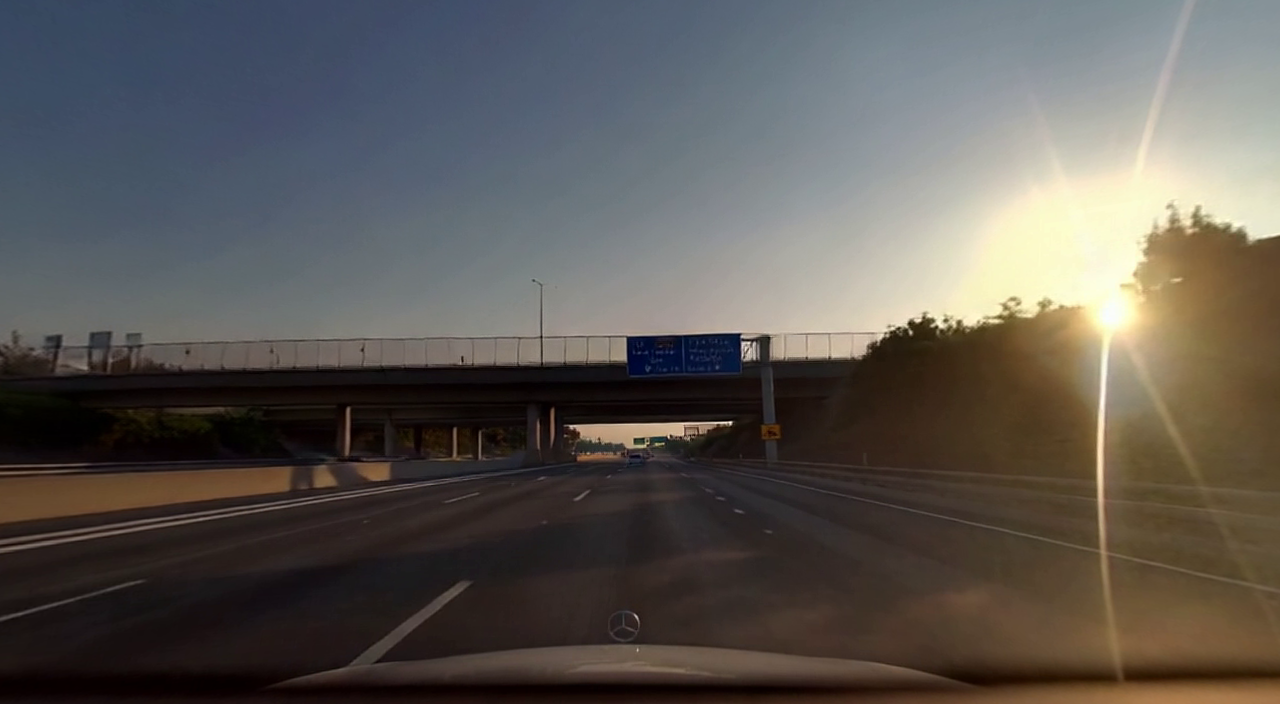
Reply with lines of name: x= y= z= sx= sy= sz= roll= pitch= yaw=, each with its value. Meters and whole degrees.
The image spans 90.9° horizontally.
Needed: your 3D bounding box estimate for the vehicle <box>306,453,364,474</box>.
vehicle: x=-22.647 y=8.305 z=46.982 sx=2.033 sy=1.455 sz=4.424 roll=0 pitch=-9 yaw=1
